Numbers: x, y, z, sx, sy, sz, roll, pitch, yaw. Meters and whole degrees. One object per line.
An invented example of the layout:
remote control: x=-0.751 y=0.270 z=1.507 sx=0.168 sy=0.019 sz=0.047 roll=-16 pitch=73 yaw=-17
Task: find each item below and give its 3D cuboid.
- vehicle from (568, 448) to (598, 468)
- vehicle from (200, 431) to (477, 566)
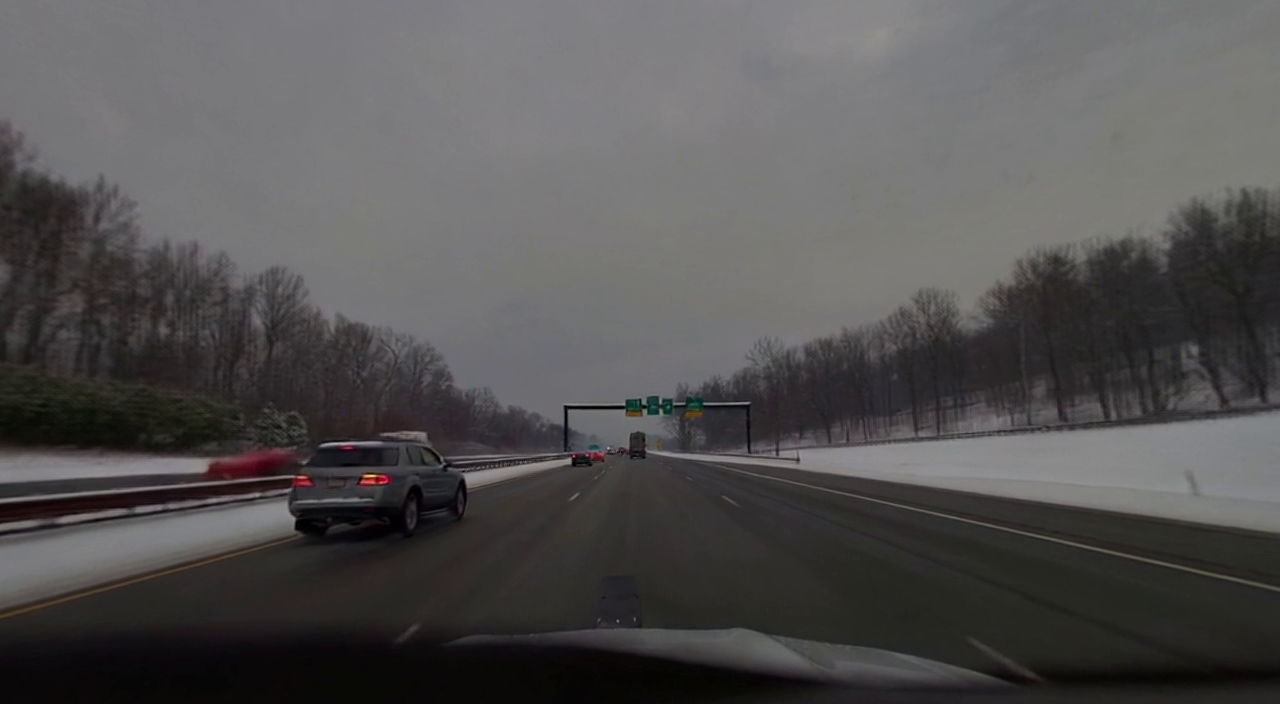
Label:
vehicle: x=-4.384 y=8.140 z=48.396 sx=1.963 sy=1.475 sz=3.665 roll=0 pitch=-9 yaw=0
vehicle: x=-4.004 y=2.005 z=9.293 sx=2.071 sy=1.525 sz=4.058 roll=0 pitch=-9 yaw=0
